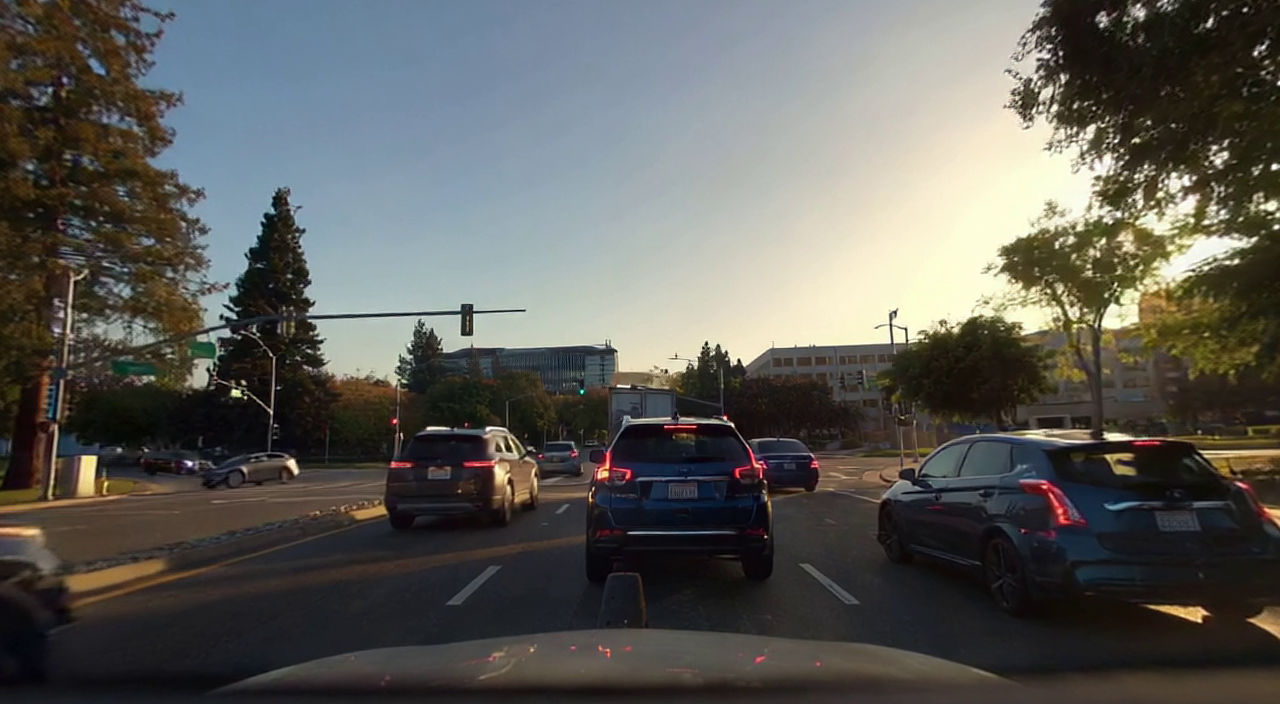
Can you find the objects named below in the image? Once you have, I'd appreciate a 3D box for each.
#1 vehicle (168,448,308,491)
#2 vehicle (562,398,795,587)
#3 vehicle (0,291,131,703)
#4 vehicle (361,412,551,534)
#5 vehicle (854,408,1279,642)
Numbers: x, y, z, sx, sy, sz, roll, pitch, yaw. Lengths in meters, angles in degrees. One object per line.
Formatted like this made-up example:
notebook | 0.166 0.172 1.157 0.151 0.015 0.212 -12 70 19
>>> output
vehicle | -15.946 4.625 25.278 1.882 1.505 4.379 -3 -9 21
vehicle | 0.374 1.639 8.154 2.172 1.764 4.338 0 -8 1
vehicle | -3.230 0.429 0.102 2.209 1.828 4.847 0 -8 0
vehicle | -3.122 2.186 11.995 2.054 1.814 4.941 0 -8 1
vehicle | 3.907 1.488 6.421 1.954 1.592 3.992 0 -8 -1
